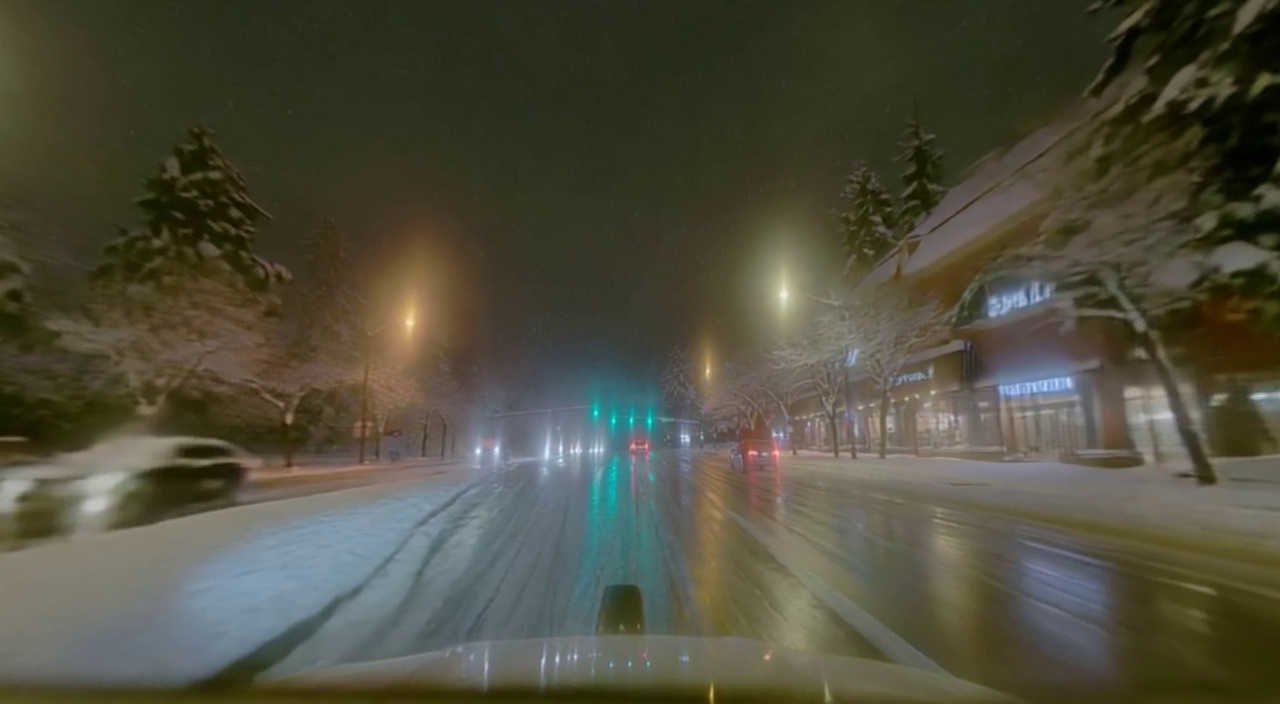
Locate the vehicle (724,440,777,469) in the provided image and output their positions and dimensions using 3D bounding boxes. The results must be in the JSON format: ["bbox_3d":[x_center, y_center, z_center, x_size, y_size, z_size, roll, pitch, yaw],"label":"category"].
[{"bbox_3d":[6.168,5.784,35.835,2.024,1.475,4.600,0,-8,-2],"label":"vehicle"}]

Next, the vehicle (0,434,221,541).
[{"bbox_3d":[-9.582,2.213,11.001,1.676,1.469,4.362,0,-8,-2],"label":"vehicle"}]
